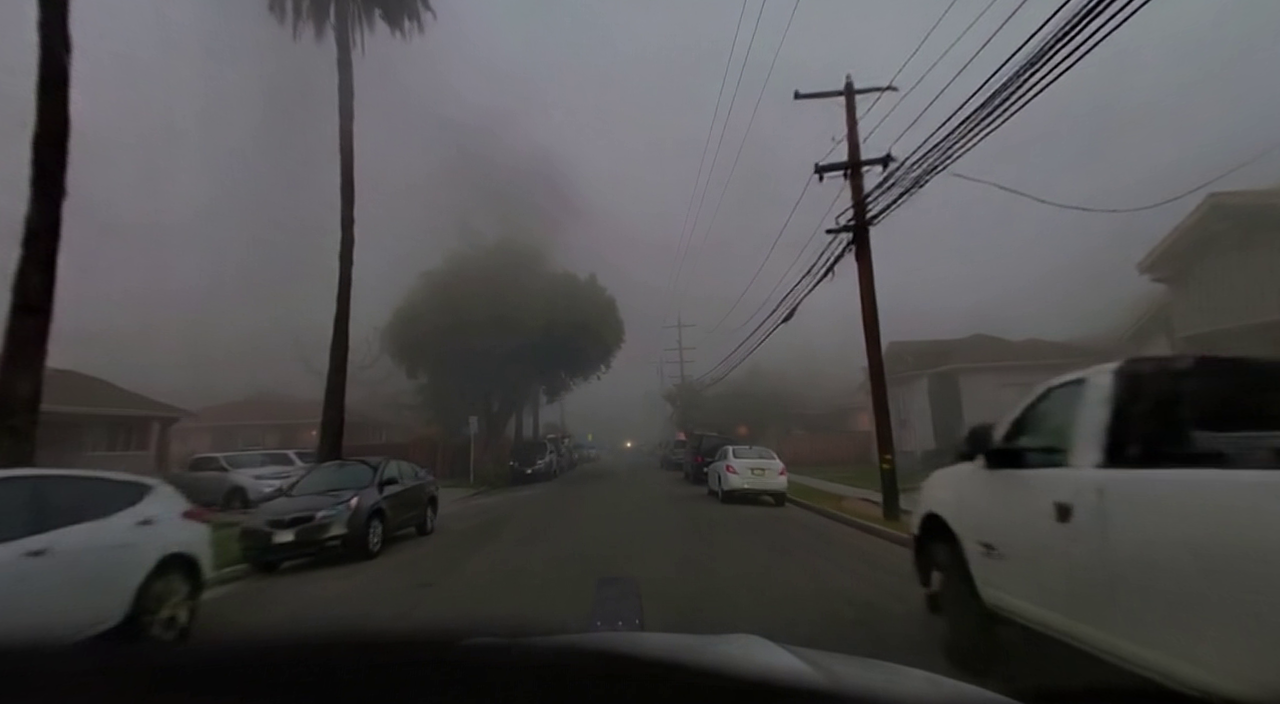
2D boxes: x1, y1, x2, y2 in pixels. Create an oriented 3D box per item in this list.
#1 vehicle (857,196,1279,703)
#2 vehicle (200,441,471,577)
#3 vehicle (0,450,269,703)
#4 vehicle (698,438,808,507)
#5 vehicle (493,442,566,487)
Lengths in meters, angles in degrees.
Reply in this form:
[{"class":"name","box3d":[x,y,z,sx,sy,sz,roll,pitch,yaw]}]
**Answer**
[{"class":"vehicle","box3d":[2.895,0.658,2.308,2.292,1.981,5.277,0,-8,0]},{"class":"vehicle","box3d":[-4.186,2.182,9.786,1.814,1.548,4.802,0,-8,0]},{"class":"vehicle","box3d":[-4.087,1.309,3.457,1.782,1.487,3.974,0,-8,-2]},{"class":"vehicle","box3d":[2.628,2.901,15.644,1.881,1.460,4.007,0,-8,-1]},{"class":"vehicle","box3d":[-4.373,4.516,25.830,2.123,1.636,4.481,0,-8,1]}]
